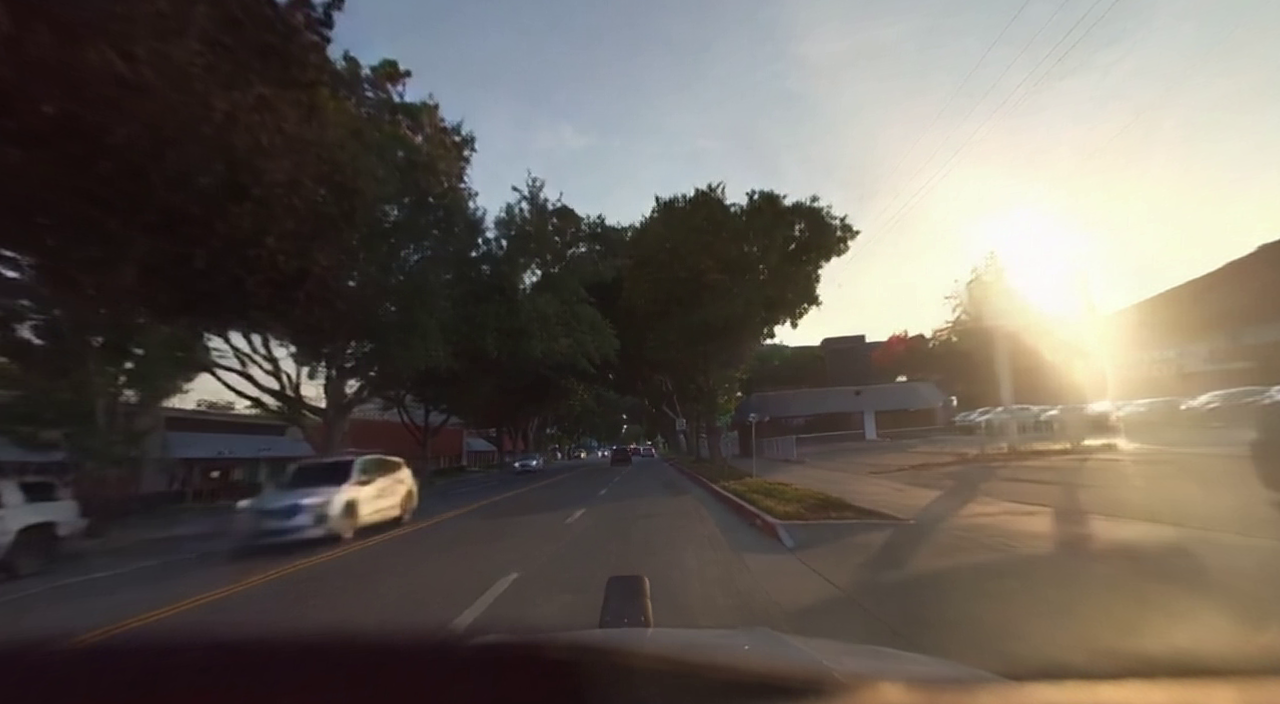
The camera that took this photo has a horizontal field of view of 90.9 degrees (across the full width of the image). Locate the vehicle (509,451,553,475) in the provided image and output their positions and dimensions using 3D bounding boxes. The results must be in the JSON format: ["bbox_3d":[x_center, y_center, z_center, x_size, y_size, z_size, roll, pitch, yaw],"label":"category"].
[{"bbox_3d":[-7.269,7.416,42.392,1.925,1.502,4.359,-1,-9,4],"label":"vehicle"}]

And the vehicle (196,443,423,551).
[{"bbox_3d":[-6.101,2.677,12.441,2.030,1.701,4.559,0,-9,-1],"label":"vehicle"}]

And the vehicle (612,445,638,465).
[{"bbox_3d":[-1.168,8.111,49.914,2.020,1.478,3.922,0,-9,-1],"label":"vehicle"}]
